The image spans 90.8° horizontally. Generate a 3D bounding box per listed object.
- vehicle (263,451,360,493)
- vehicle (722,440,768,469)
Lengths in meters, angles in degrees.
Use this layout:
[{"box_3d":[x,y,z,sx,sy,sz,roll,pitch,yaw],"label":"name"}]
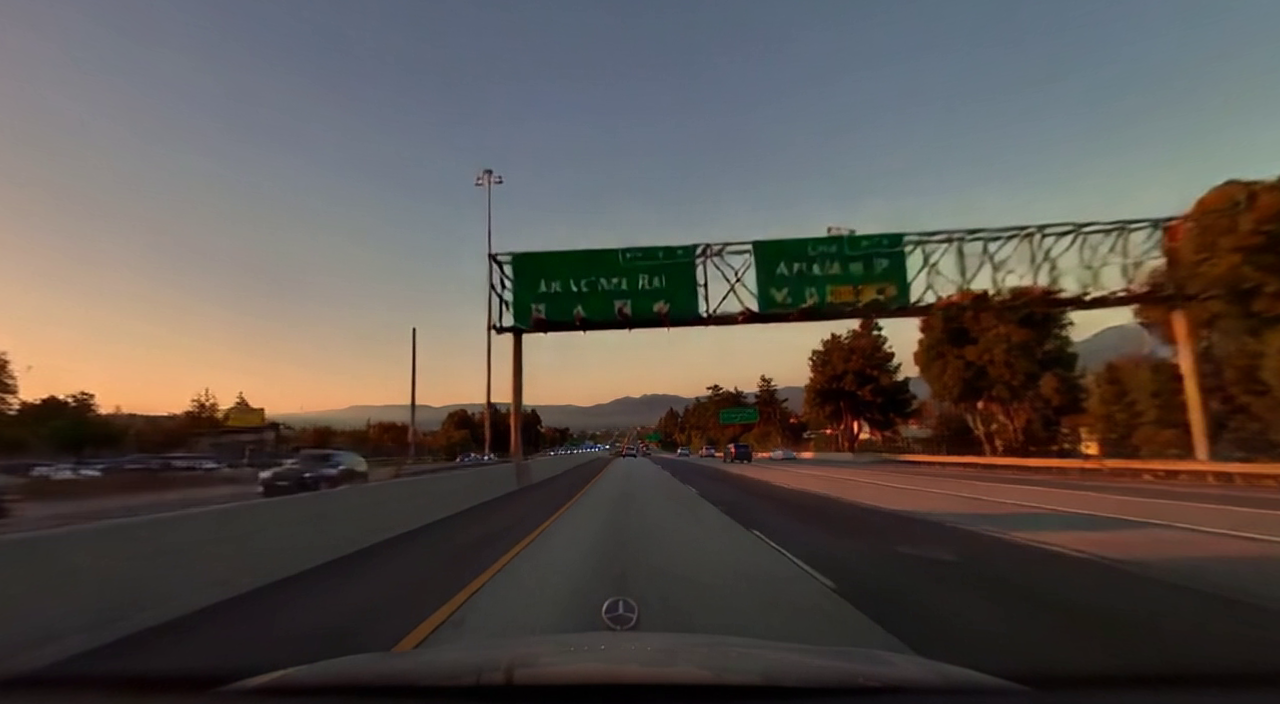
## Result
[{"box_3d":[-14.958,5.436,29.107,2.051,1.734,4.457,0,-9,0],"label":"vehicle"},{"box_3d":[6.518,6.453,39.826,2.030,1.706,4.279,0,-9,-2],"label":"vehicle"}]
